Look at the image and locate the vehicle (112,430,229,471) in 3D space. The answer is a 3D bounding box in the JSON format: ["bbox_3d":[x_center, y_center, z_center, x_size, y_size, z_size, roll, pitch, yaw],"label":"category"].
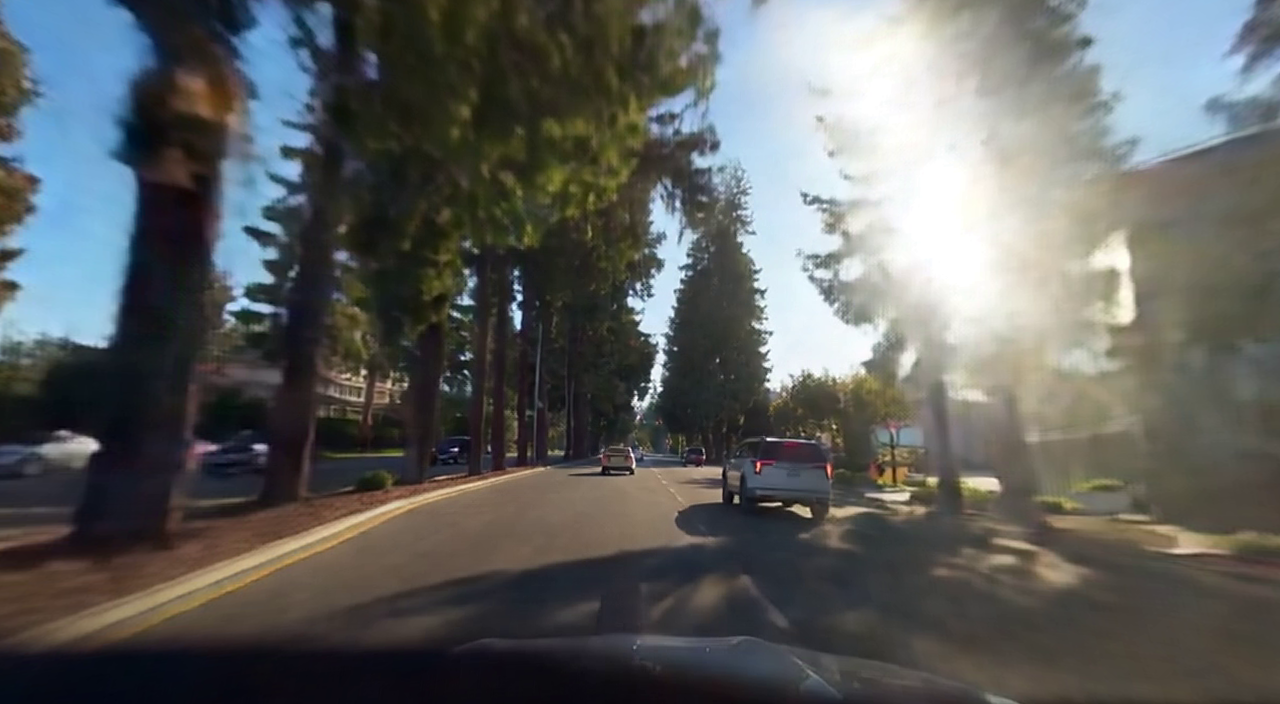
[{"bbox_3d":[-19.400,4.111,26.368,1.780,1.546,4.060,0,-9,-1],"label":"vehicle"}]

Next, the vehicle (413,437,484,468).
[{"bbox_3d":[-11.609,6.139,38.764,2.496,1.750,5.670,0,-9,1],"label":"vehicle"}]

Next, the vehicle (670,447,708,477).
[{"bbox_3d":[2.943,6.697,38.588,1.922,1.708,4.126,0,-9,-1],"label":"vehicle"}]

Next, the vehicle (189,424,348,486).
[{"bbox_3d":[-11.187,3.157,19.526,2.105,1.645,4.590,0,-9,0],"label":"vehicle"}]

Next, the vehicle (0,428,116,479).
[{"bbox_3d":[-19.240,3.150,19.655,1.913,1.417,4.592,0,-9,0],"label":"vehicle"}]

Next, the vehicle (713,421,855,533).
[{"bbox_3d":[2.911,2.631,13.780,2.035,1.940,4.299,3,-9,-1],"label":"vehicle"}]

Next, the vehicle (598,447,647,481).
[{"bbox_3d":[-0.741,5.110,29.118,2.119,1.460,3.847,0,-9,0],"label":"vehicle"}]
